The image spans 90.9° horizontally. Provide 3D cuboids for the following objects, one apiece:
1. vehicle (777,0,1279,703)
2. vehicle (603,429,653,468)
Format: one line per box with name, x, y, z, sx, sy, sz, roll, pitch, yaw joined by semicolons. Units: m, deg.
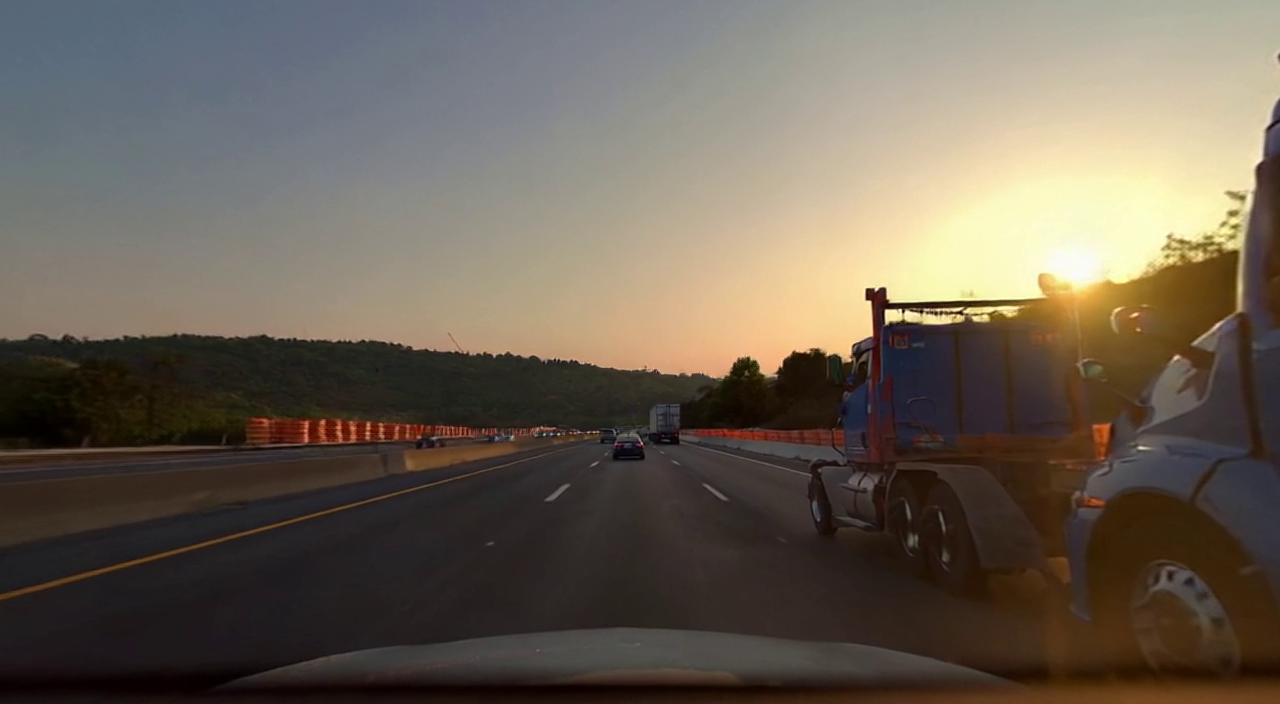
vehicle;3.459;-0.016;2.869;2.919;3.634;10.888;0;-8;-2
vehicle;-0.495;3.917;25.852;1.929;1.469;3.677;0;-8;-1
